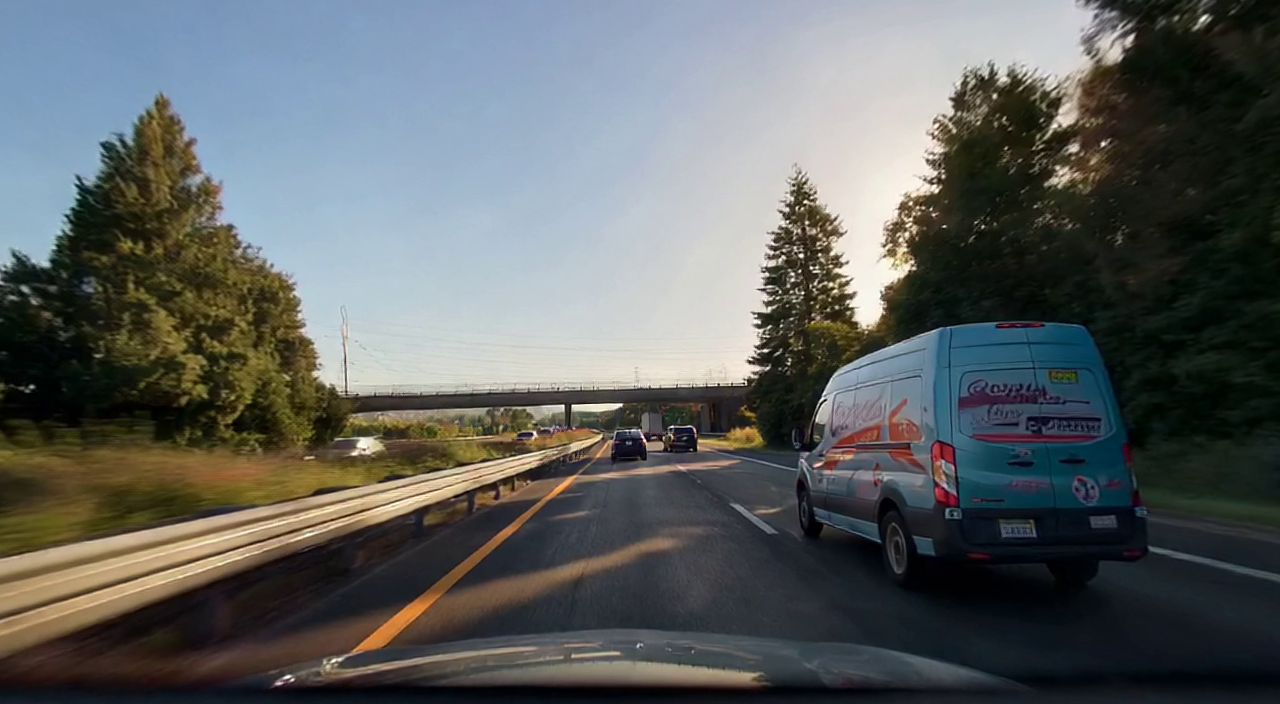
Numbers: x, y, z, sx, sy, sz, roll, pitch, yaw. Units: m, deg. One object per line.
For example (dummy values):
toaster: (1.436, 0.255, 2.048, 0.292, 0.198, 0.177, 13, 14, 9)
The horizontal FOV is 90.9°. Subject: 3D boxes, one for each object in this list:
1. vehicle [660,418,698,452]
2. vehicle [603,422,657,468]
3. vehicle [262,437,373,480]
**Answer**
vehicle: (2.987, 6.558, 49.635, 2.387, 2.506, 5.374, 0, -8, -2)
vehicle: (-0.438, 3.872, 26.406, 2.073, 1.750, 4.116, 0, -8, -2)
vehicle: (-12.216, 4.026, 24.268, 1.951, 1.489, 4.658, 0, -8, -2)
